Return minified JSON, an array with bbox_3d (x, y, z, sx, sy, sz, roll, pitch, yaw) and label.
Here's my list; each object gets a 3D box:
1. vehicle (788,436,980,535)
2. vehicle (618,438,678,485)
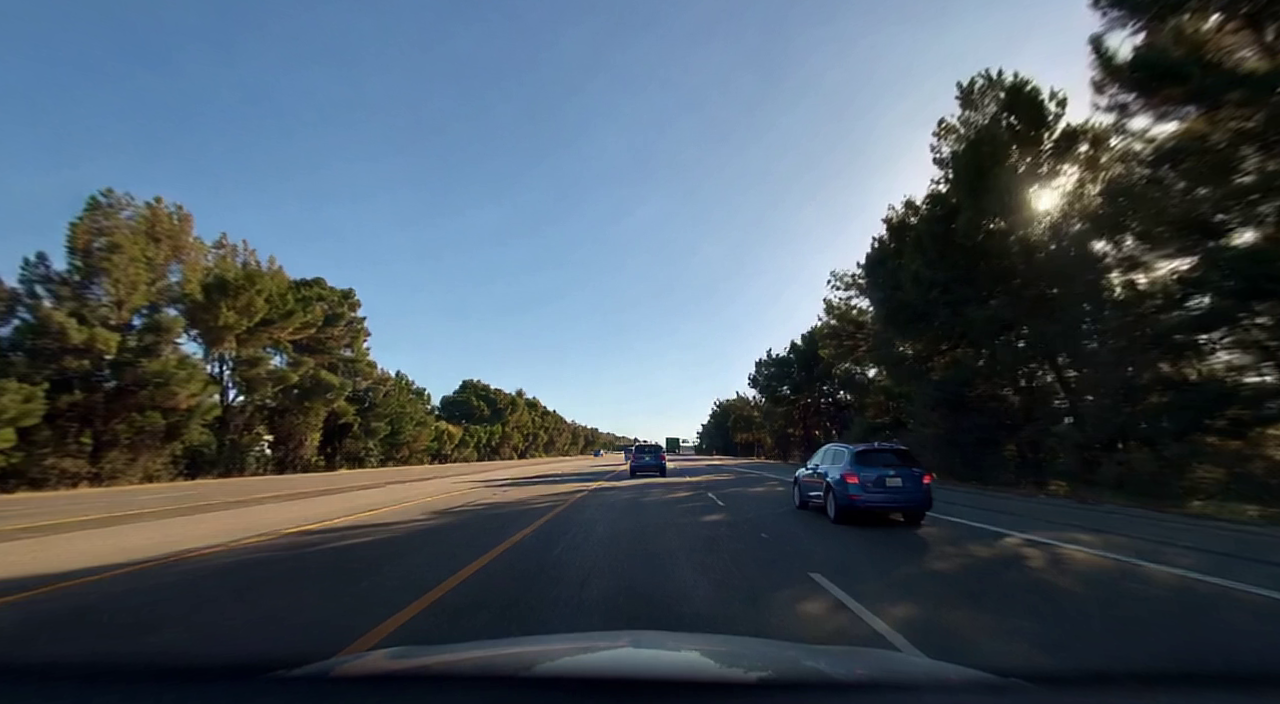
[{"bbox_3d":[4.288,2.405,11.956,1.864,1.489,4.379,0,-9,0],"label":"vehicle"},{"bbox_3d":[0.314,4.365,25.379,2.190,1.706,4.062,0,-9,1],"label":"vehicle"}]
